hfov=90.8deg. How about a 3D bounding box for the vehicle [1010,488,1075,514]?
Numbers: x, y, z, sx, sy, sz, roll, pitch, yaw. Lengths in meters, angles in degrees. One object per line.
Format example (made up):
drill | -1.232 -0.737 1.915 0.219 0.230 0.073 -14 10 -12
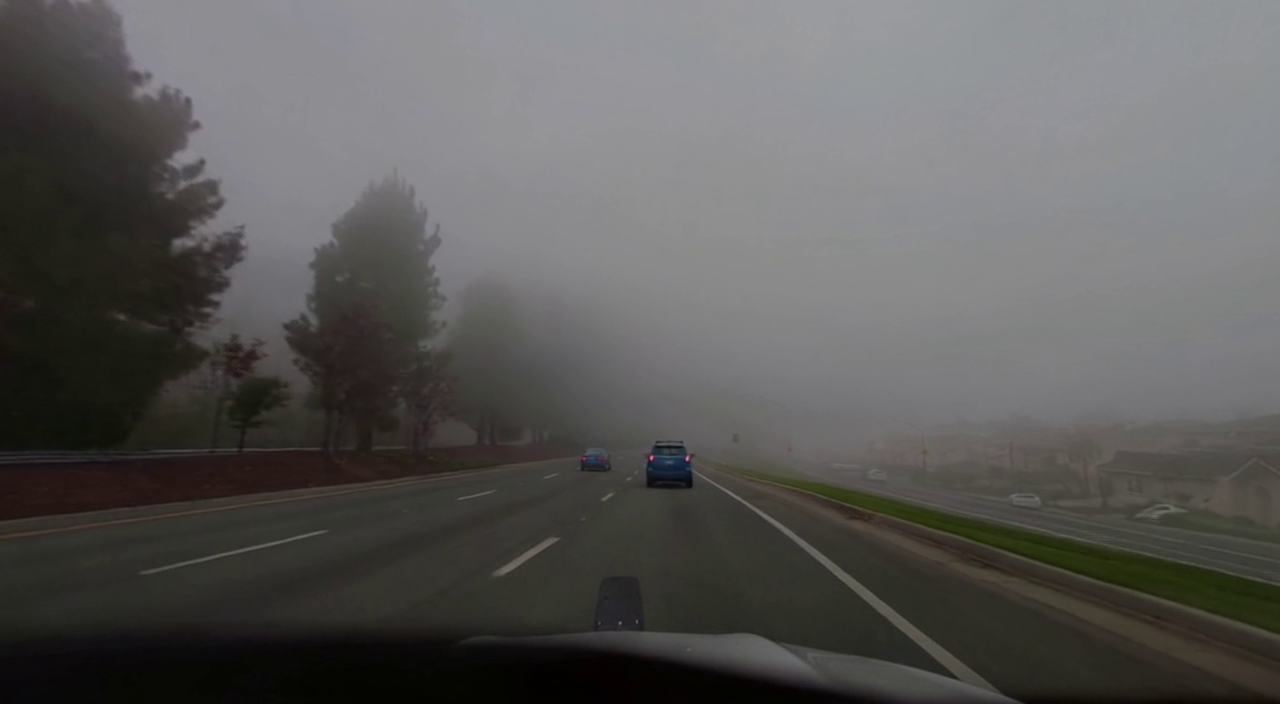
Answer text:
vehicle | 30.775 11.369 48.430 1.845 1.533 4.455 0 -9 -3

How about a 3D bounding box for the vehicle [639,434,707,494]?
vehicle | 1.147 3.826 21.937 2.125 1.830 4.370 0 -8 3

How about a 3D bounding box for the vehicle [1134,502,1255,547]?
vehicle | 31.554 9.808 36.206 2.067 1.926 5.010 1 -9 -4

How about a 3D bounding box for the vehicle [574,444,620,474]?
vehicle | -2.411 6.180 36.656 2.123 1.592 4.505 0 -9 3
